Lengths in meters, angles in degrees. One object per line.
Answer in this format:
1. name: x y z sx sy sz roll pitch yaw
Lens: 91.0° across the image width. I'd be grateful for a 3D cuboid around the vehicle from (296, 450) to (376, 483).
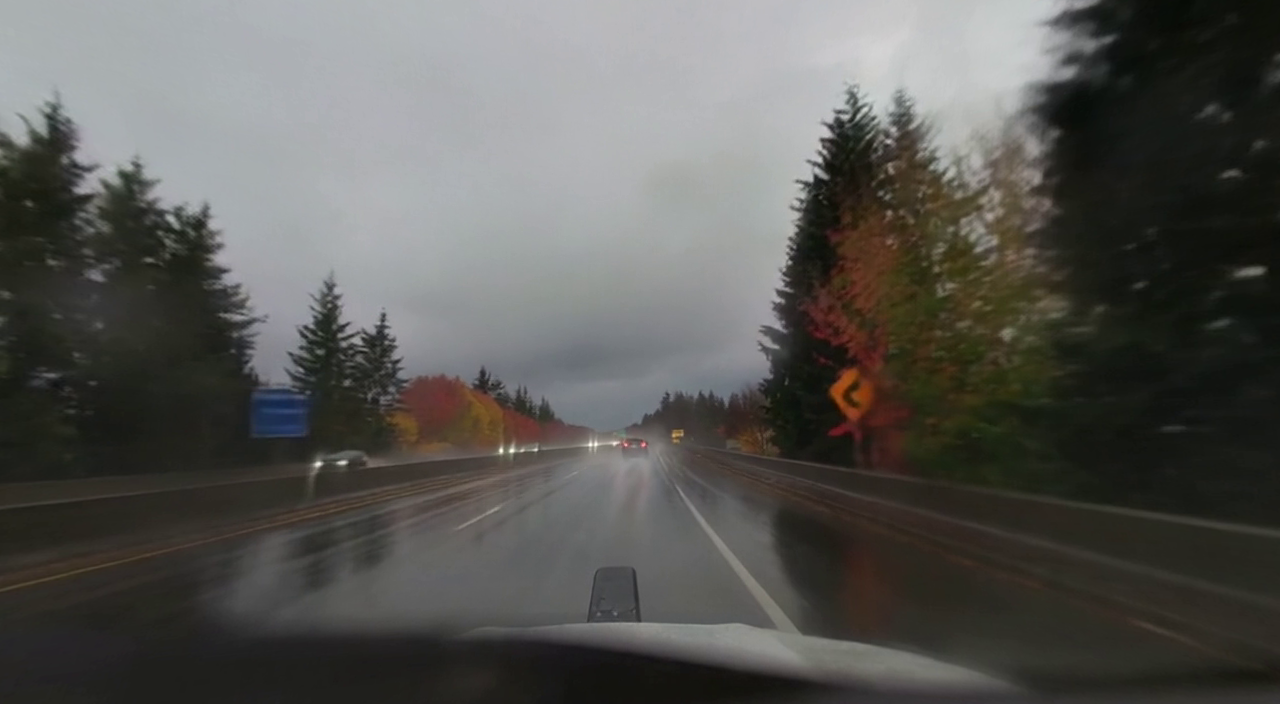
1. vehicle: -14.942 5.608 31.193 1.969 1.449 3.961 -1 -8 1
